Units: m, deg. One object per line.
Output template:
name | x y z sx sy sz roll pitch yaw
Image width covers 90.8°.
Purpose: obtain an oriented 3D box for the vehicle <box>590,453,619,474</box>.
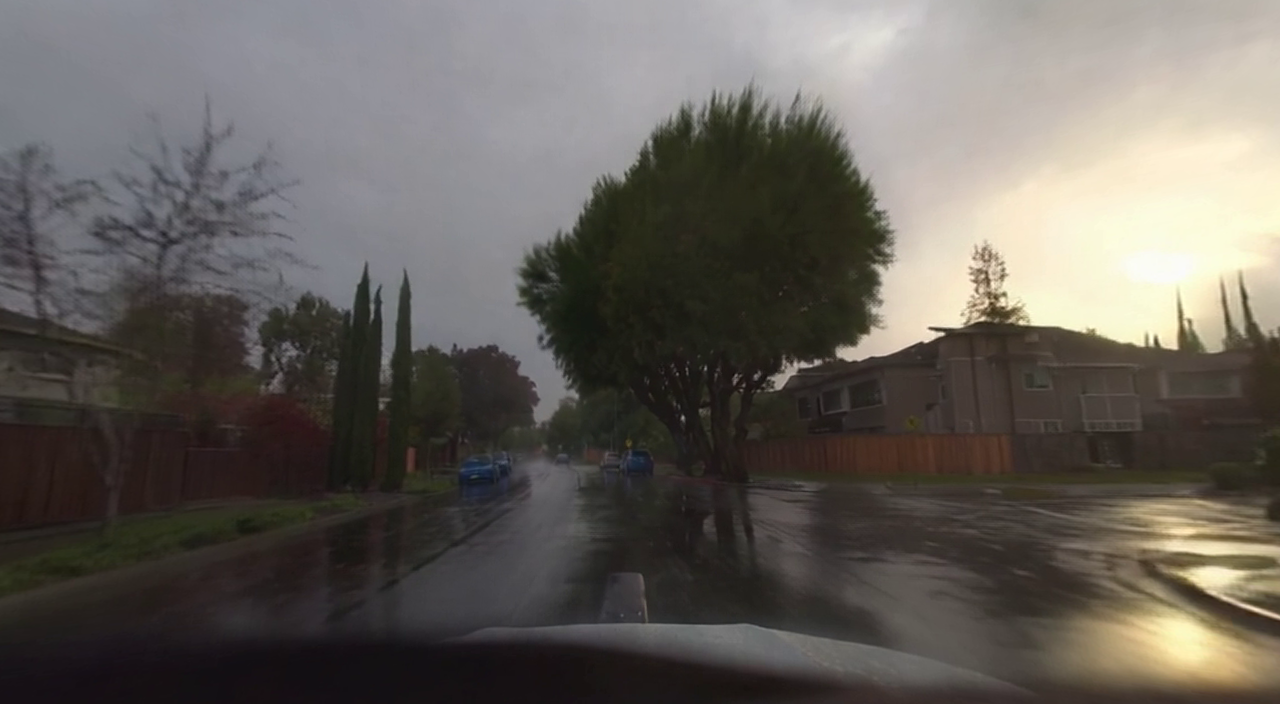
vehicle | -2.674 8.267 47.000 2.064 1.477 3.968 1 -9 -4
